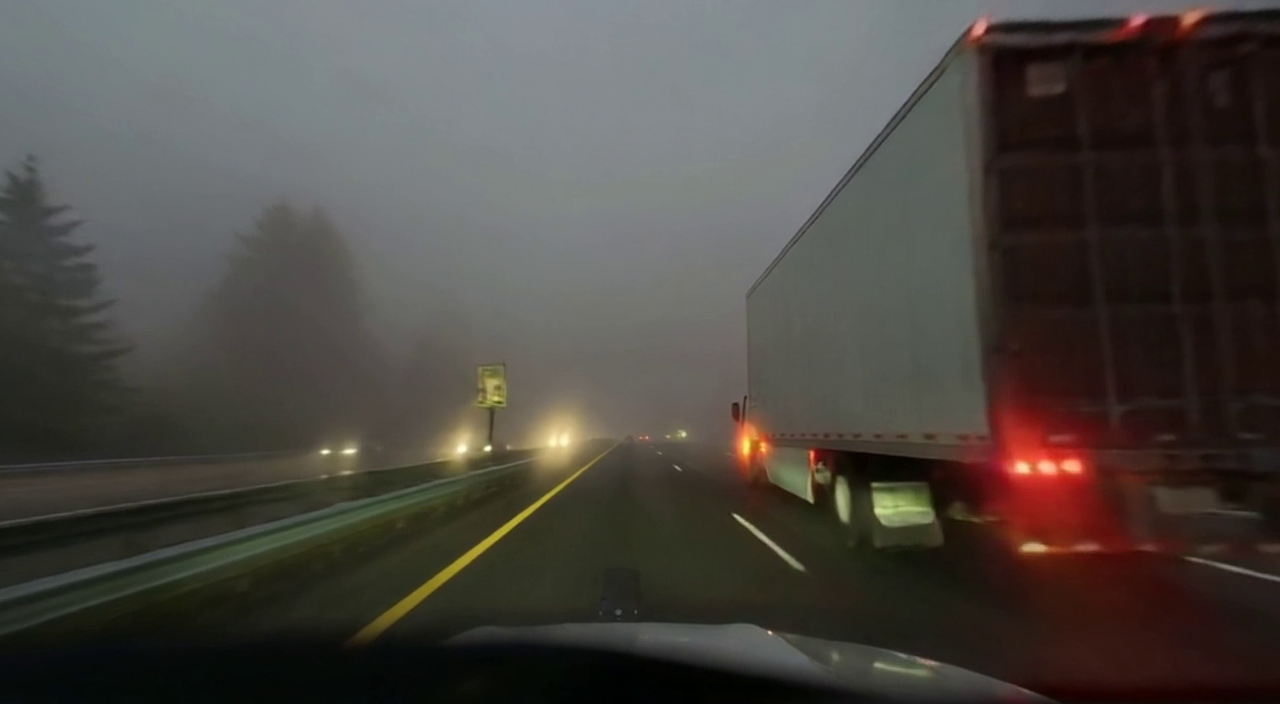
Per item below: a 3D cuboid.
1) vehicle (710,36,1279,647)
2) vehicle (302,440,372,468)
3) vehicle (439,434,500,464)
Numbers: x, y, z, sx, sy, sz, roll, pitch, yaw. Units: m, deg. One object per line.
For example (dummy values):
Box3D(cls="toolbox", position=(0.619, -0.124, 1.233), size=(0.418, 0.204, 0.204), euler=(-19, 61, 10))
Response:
Box3D(cls="vehicle", position=(3.541, 0.667, 10.704), size=(2.954, 3.995, 13.335), euler=(0, -7, -1))
Box3D(cls="vehicle", position=(-17.469, 5.877, 36.556), size=(1.854, 1.471, 4.586), euler=(0, -7, -1))
Box3D(cls="vehicle", position=(-8.966, 5.129, 33.563), size=(2.050, 1.466, 4.588), euler=(0, -7, -1))
